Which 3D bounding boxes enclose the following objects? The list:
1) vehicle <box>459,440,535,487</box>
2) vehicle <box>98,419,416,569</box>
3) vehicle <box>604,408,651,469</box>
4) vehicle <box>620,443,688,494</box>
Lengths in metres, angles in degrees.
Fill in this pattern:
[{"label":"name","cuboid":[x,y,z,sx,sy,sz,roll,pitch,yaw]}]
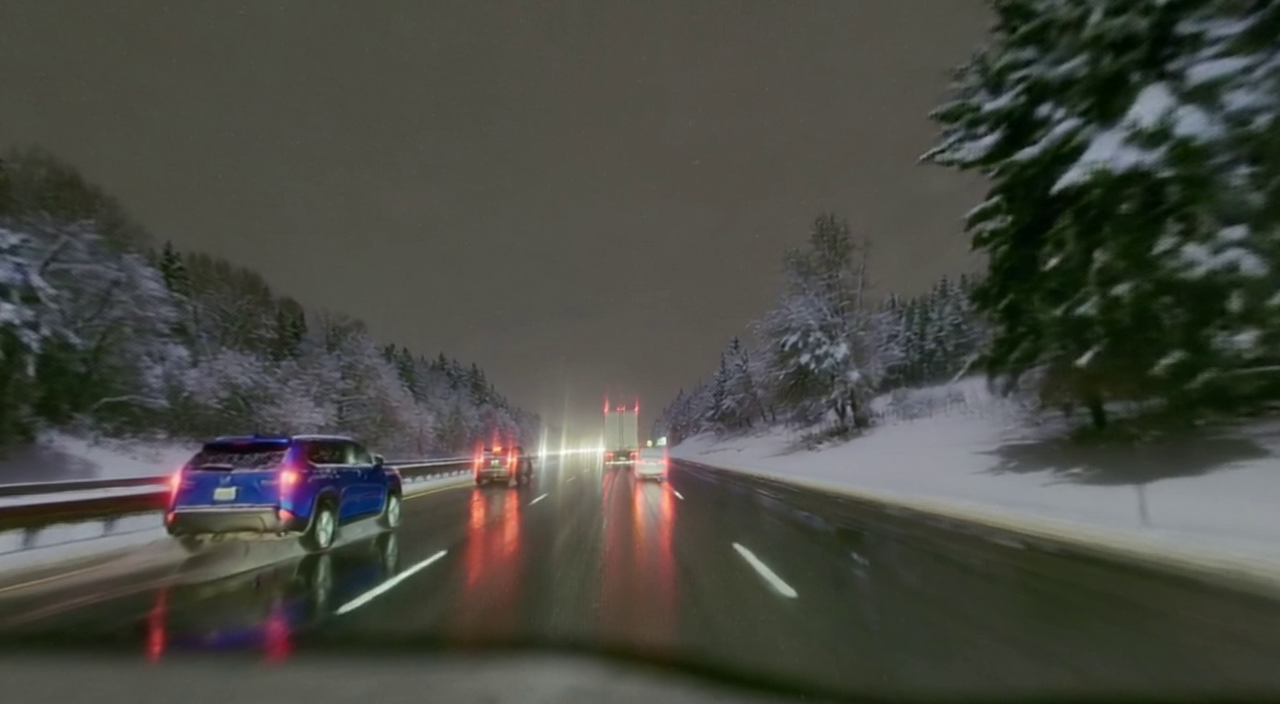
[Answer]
[{"label":"vehicle","cuboid":[-5.425,4.276,24.333,2.035,1.664,4.064,0,-9,-1]},{"label":"vehicle","cuboid":[-5.101,1.933,9.239,2.100,1.671,4.105,0,-9,-1]},{"label":"vehicle","cuboid":[-1.017,6.600,47.217,3.113,4.066,10.786,0,-9,-2]},{"label":"vehicle","cuboid":[0.398,3.791,20.712,2.026,1.489,4.045,0,-9,0]}]
